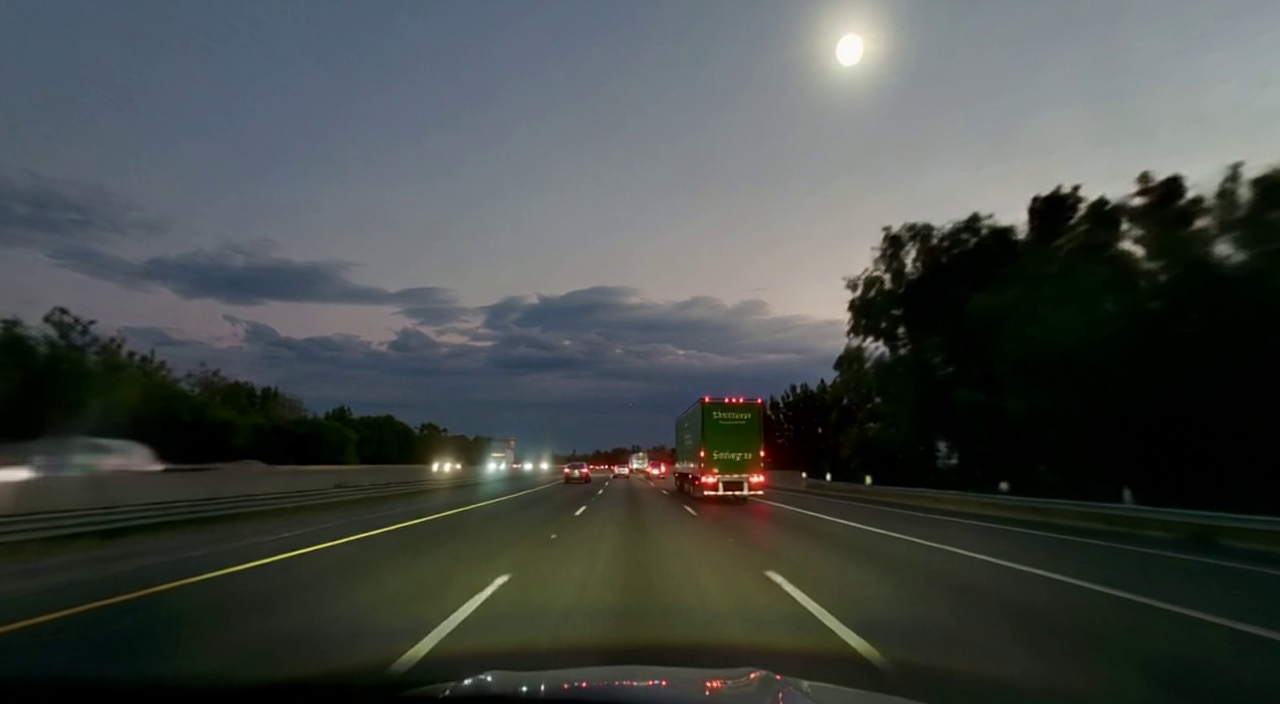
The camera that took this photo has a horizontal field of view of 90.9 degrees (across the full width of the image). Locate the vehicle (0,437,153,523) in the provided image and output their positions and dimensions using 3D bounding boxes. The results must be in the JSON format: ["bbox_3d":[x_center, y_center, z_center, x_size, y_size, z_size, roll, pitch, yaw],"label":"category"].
[{"bbox_3d":[-12.202,2.450,12.227,1.954,1.466,4.444,1,-10,-1],"label":"vehicle"}]

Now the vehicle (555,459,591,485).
[{"bbox_3d":[-4.704,8.496,44.713,2.155,1.667,4.615,1,-10,-2],"label":"vehicle"}]

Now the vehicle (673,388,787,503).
[{"bbox_3d":[3.759,4.759,30.791,2.992,4.300,13.967,1,-10,-2],"label":"vehicle"}]
